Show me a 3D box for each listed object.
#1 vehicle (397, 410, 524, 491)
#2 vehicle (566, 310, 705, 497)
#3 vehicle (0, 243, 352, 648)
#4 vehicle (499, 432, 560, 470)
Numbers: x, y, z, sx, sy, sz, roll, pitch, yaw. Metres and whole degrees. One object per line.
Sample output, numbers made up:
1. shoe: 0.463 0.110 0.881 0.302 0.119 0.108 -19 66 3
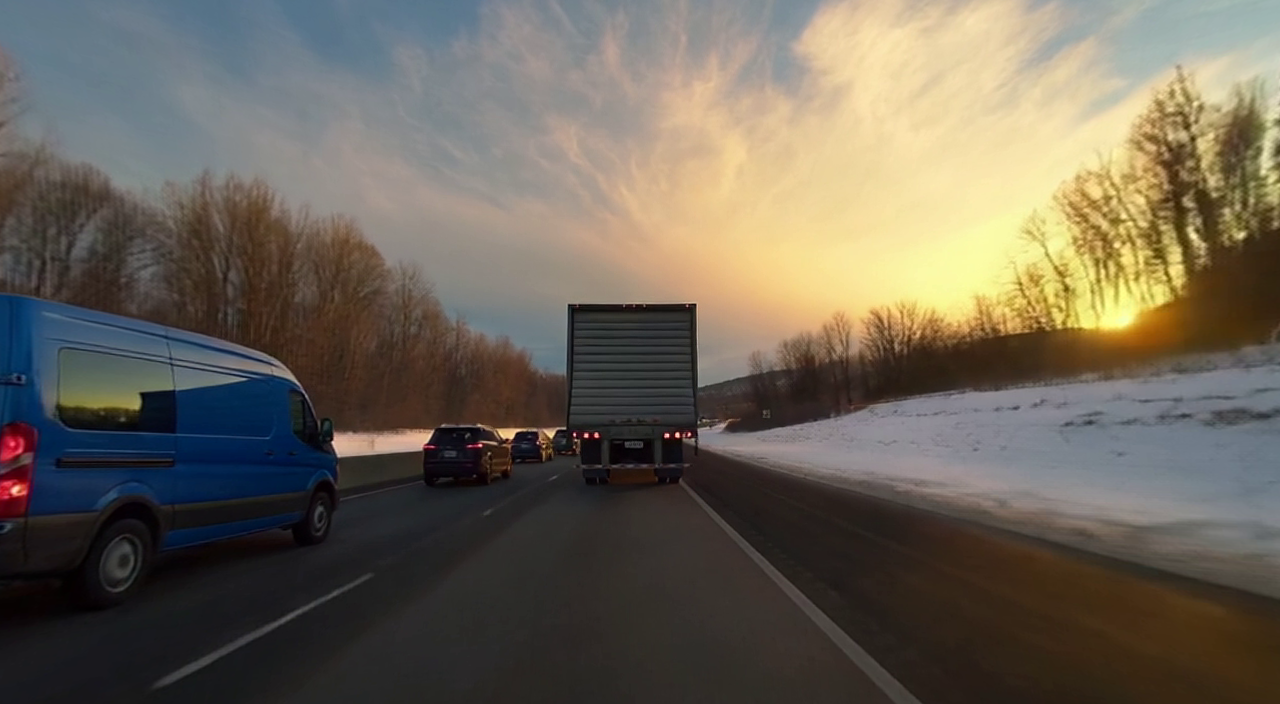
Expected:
1. vehicle: -4.896 2.778 18.043 2.168 1.985 4.952 0 -8 0
2. vehicle: -0.090 1.756 18.619 2.953 4.041 10.072 0 -8 0
3. vehicle: -5.247 0.849 5.876 2.478 2.515 5.438 0 -8 0
4. vehicle: -4.859 4.392 28.277 1.931 1.539 4.441 0 -8 0
